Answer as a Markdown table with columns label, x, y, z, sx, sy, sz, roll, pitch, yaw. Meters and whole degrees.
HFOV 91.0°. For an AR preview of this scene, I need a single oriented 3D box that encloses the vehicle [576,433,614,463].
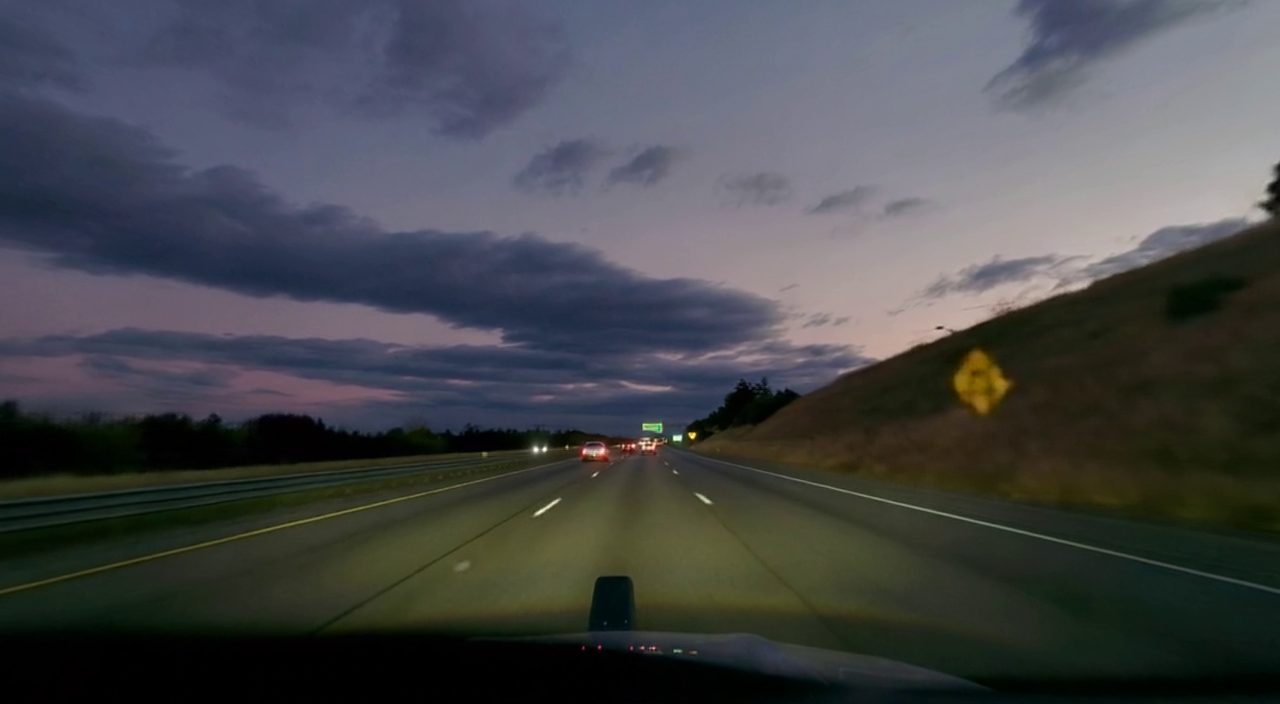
| label | x | y | z | sx | sy | sz | roll | pitch | yaw |
| --- | --- | --- | --- | --- | --- | --- | --- | --- | --- |
| vehicle | -3.152 | 6.933 | 45.358 | 2.286 | 2.011 | 4.452 | 0 | -8 | 2 |
